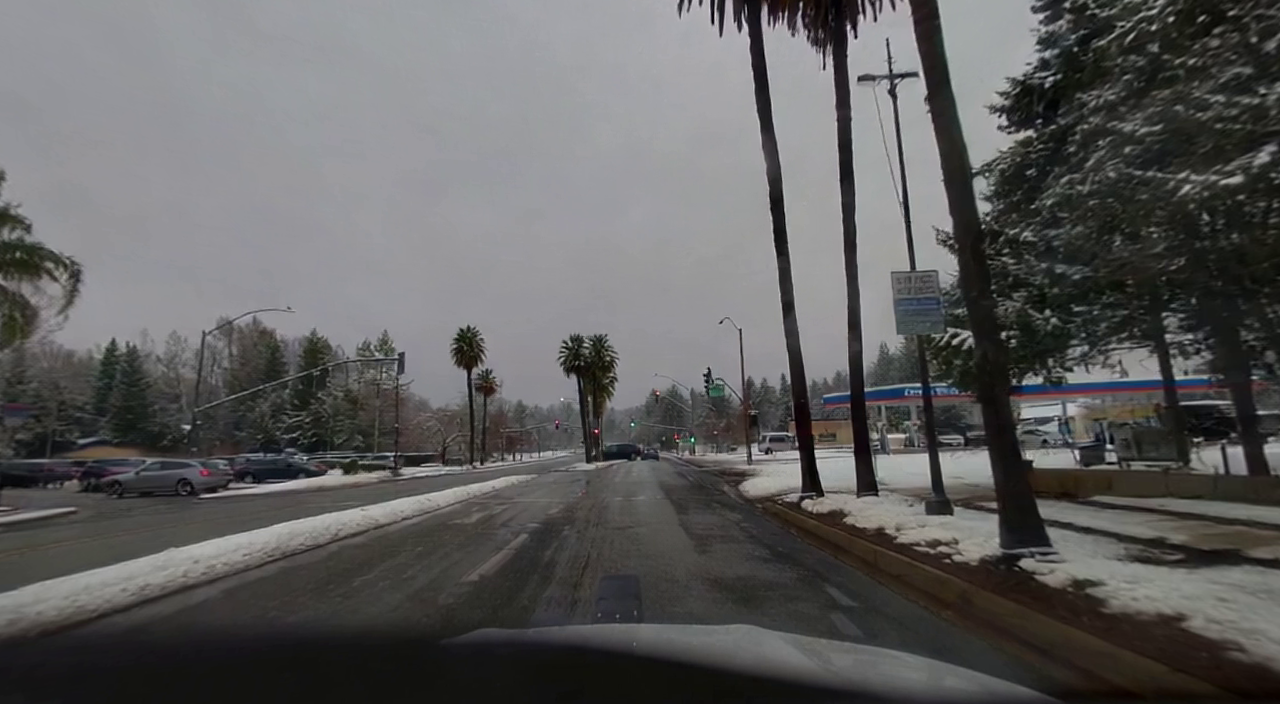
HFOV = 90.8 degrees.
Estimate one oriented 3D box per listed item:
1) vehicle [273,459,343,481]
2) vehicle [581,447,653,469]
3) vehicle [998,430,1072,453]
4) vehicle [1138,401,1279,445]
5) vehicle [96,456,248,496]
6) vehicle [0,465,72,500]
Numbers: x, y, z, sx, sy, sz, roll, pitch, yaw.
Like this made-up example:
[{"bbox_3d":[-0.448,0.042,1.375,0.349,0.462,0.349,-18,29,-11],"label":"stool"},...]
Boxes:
[{"bbox_3d":[-25.591,9.113,48.772,4.407,1.565,1.861,0,-9,2],"label":"vehicle"},{"bbox_3d":[-1.646,7.526,45.074,4.763,1.496,1.920,3,-9,-22],"label":"vehicle"},{"bbox_3d":[30.384,6.880,48.663,4.286,1.519,2.070,-2,-9,-3],"label":"vehicle"},{"bbox_3d":[42.860,5.377,47.394,8.366,3.165,2.720,0,-8,1],"label":"vehicle"},{"bbox_3d":[-19.473,5.166,26.456,4.758,1.542,1.941,0,-9,-1],"label":"vehicle"},{"bbox_3d":[-37.741,7.878,38.342,2.061,1.808,5.607,2,-9,-11],"label":"vehicle"}]
